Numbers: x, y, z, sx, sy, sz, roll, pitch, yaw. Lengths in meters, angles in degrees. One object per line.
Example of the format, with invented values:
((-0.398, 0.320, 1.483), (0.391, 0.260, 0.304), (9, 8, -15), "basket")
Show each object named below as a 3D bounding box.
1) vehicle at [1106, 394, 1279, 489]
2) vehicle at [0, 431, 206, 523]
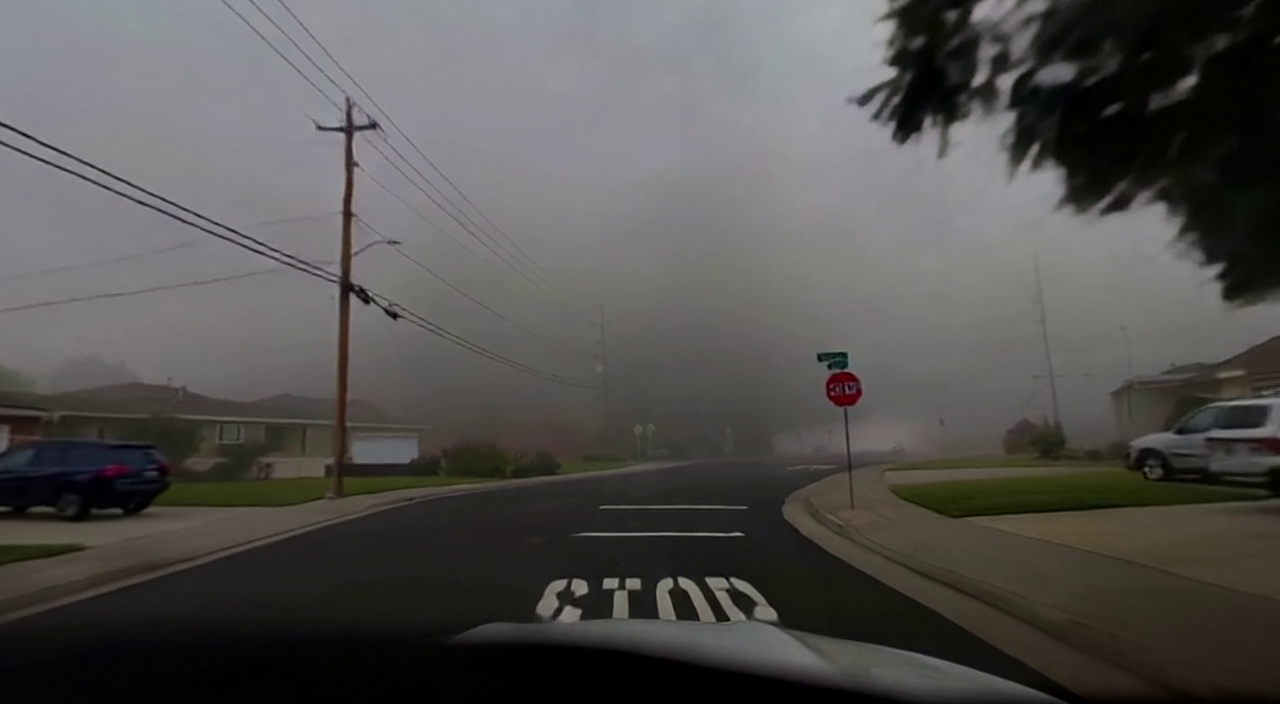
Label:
((12.277, 1.791, 12.630), (4.180, 1.759, 1.940), (-2, -9, 11), "vehicle")
((-12.616, 2.697, 13.945), (4.484, 1.852, 2.009), (0, -9, -2), "vehicle")
